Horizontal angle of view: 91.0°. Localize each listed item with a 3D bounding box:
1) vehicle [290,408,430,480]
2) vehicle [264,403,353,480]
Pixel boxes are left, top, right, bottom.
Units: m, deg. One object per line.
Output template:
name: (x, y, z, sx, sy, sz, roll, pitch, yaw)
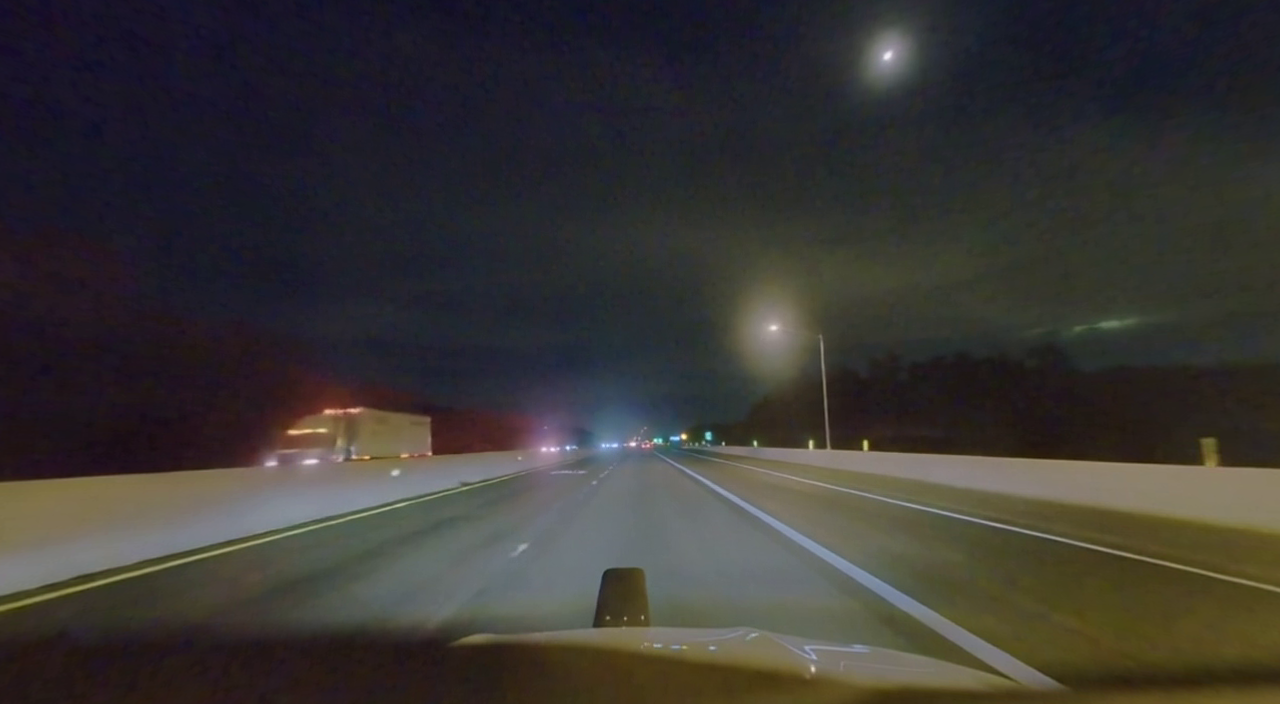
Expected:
vehicle: (-18.442, 6.297, 43.165, 3.341, 4.076, 13.934, 0, -8, -1)
vehicle: (-18.305, 4.970, 34.979, 2.991, 4.014, 3.166, 0, -8, 0)
